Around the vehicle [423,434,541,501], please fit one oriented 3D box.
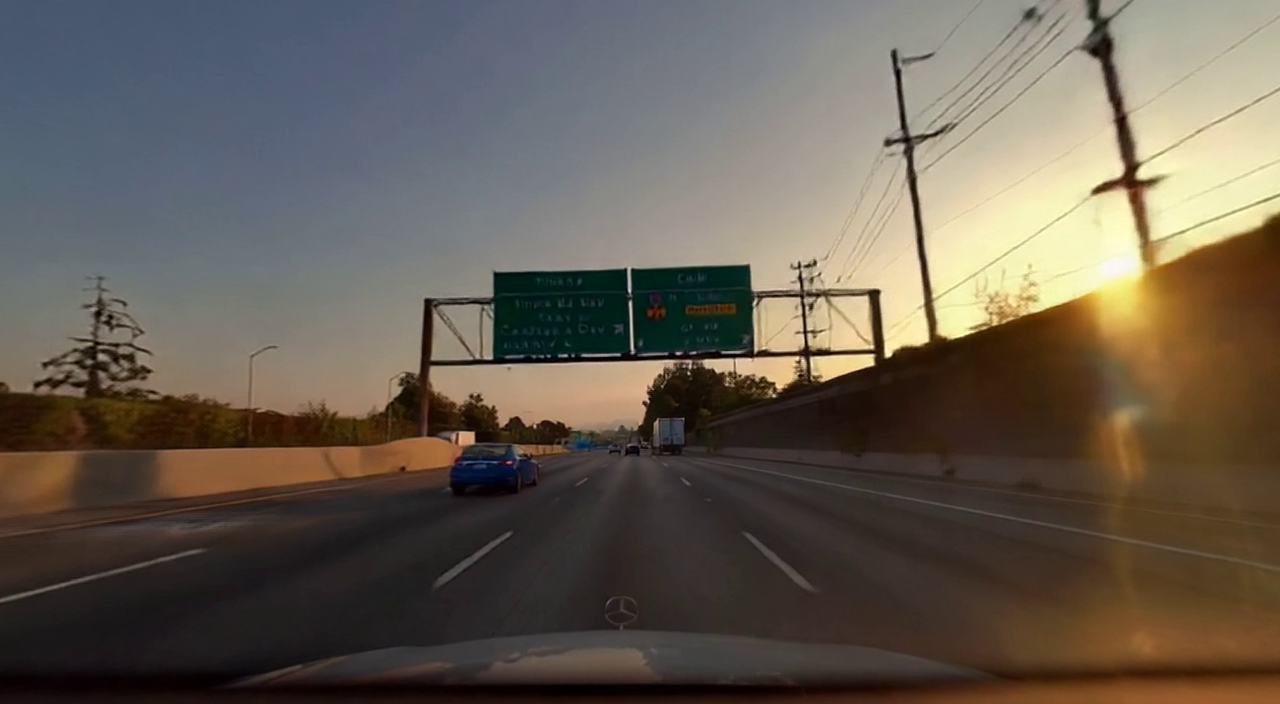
[{"bbox_3d":[-3.978,2.994,16.758,2.009,1.533,4.175,0,-9,1],"label":"vehicle"}]
